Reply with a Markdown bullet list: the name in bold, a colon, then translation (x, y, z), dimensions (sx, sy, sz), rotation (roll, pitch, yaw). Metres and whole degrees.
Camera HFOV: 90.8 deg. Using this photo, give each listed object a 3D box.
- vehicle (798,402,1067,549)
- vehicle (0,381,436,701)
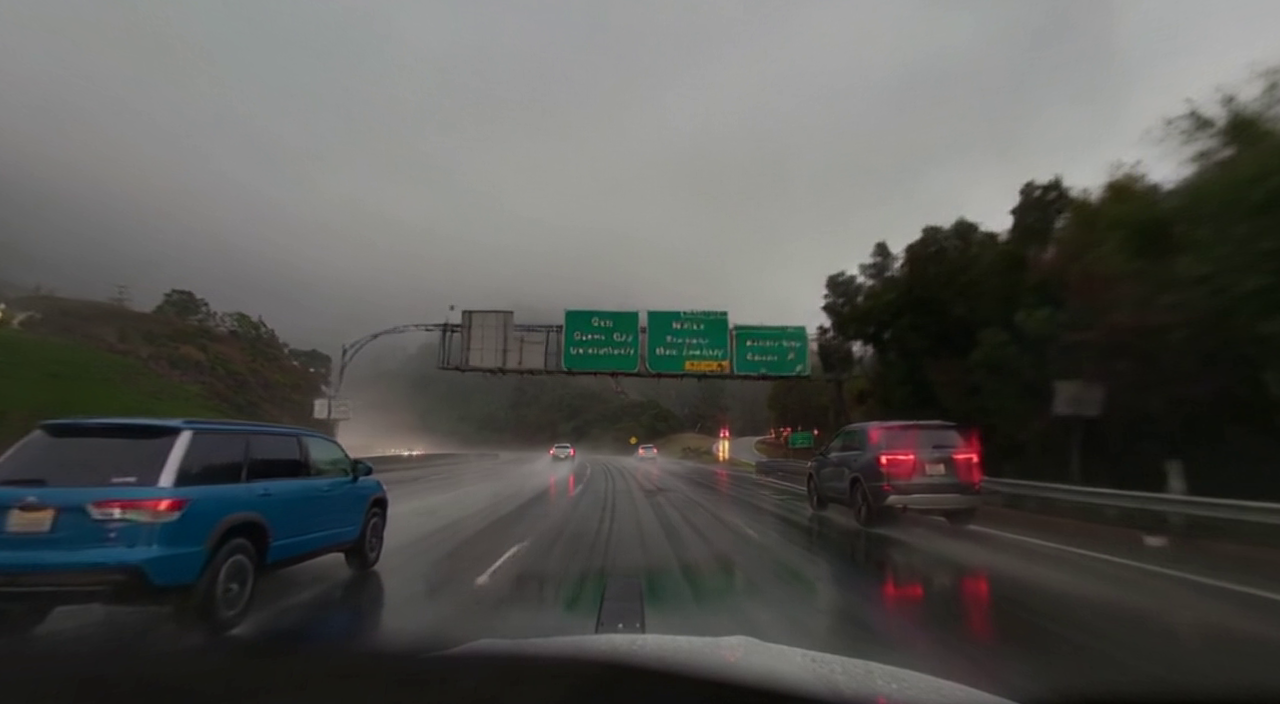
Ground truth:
- **vehicle**: translation (4.464, 1.990, 10.782), dimensions (2.103, 1.903, 4.837), rotation (0, -9, -2)
- **vehicle**: translation (-3.759, 1.393, 5.873), dimensions (2.213, 1.766, 4.598), rotation (0, -9, 0)
